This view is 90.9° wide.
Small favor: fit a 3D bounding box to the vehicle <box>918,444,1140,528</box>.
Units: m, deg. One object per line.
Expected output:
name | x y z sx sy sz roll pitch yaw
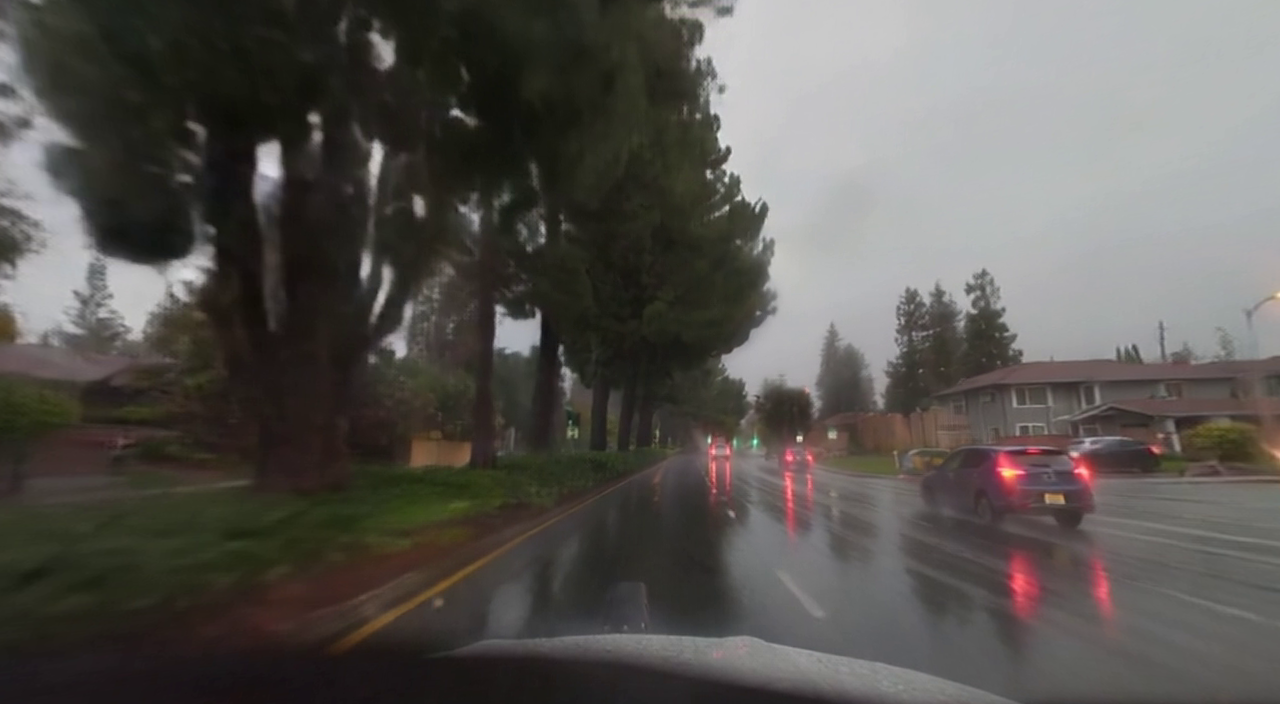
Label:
vehicle | 7.782 2.678 13.260 1.855 1.444 4.389 0 -8 0
